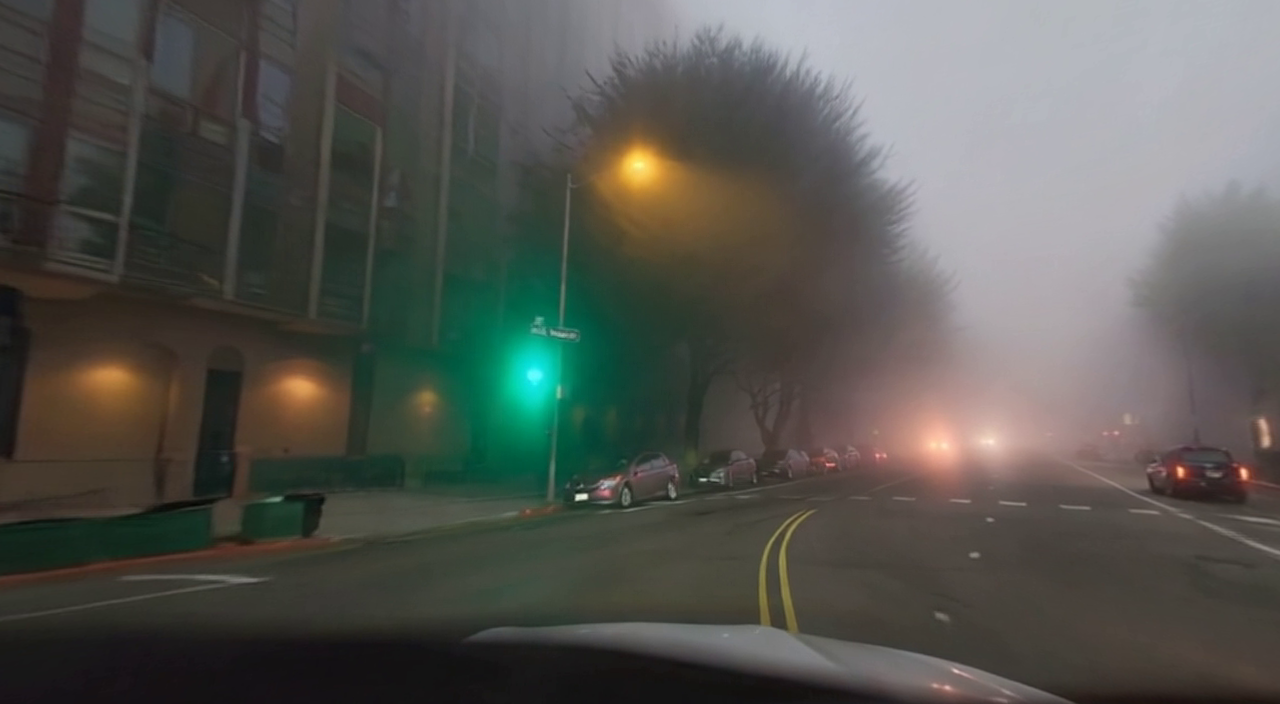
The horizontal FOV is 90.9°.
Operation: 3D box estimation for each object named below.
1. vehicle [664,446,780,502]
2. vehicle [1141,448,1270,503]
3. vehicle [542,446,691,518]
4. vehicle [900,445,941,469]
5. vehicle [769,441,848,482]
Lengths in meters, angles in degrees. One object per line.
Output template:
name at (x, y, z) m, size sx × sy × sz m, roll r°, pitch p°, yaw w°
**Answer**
vehicle at (2.918, 4.052, 21.566) m, size 2.179 × 1.658 × 4.765 m, roll -5°, pitch -10°, yaw 31°
vehicle at (18.654, 4.017, 21.078) m, size 2.148 × 1.488 × 4.508 m, roll -2°, pitch -8°, yaw 28°
vehicle at (-0.458, 3.316, 16.701) m, size 1.922 × 1.628 × 4.291 m, roll -5°, pitch -10°, yaw 30°
vehicle at (18.580, 6.920, 41.649) m, size 1.852 × 1.465 × 4.092 m, roll -5°, pitch -10°, yaw 31°
vehicle at (8.403, 5.341, 31.077) m, size 2.171 × 1.816 × 5.274 m, roll -6°, pitch -10°, yaw 33°
